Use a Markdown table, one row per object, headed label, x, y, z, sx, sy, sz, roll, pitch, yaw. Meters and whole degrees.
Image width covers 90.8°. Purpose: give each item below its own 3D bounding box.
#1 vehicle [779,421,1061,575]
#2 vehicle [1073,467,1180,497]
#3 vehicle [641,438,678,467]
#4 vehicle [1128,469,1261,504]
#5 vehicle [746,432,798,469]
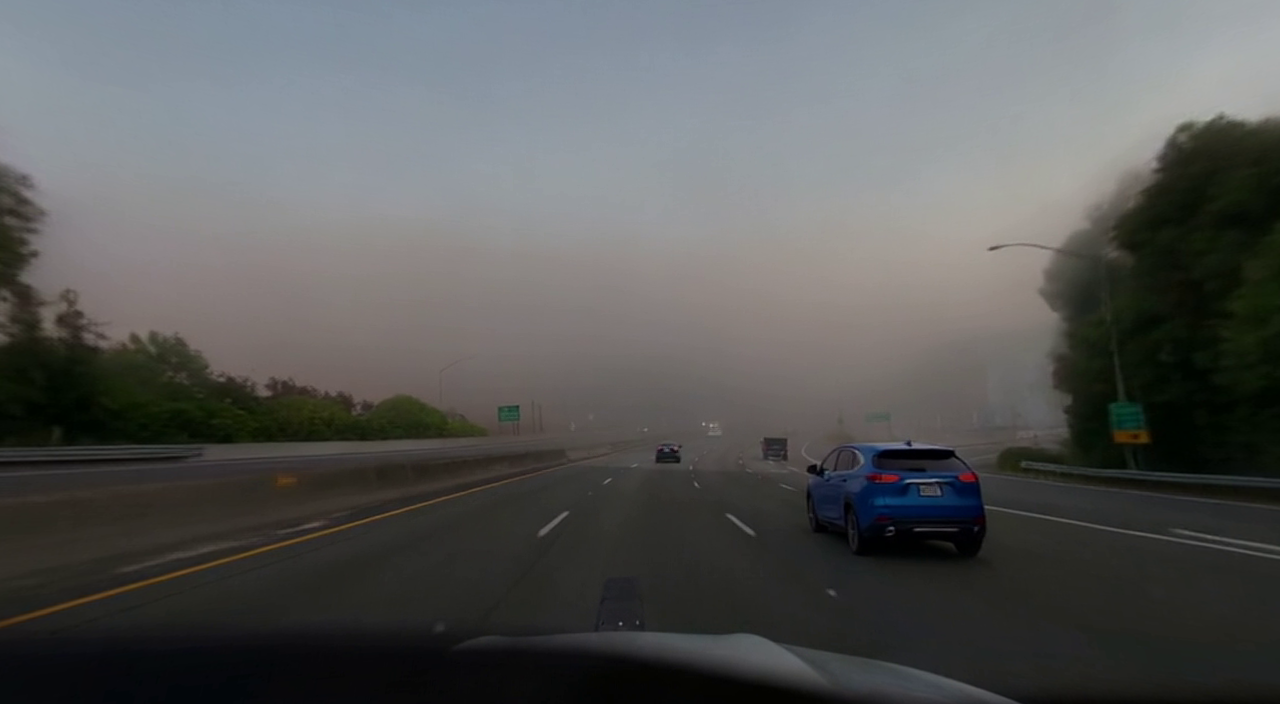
| label | x | y | z | sx | sy | sz | roll | pitch | yaw |
| --- | --- | --- | --- | --- | --- | --- | --- | --- | --- |
| vehicle | 3.538 | 1.910 | 9.113 | 2.097 | 1.659 | 4.320 | 0 | -8 | 0 |
| vehicle | 28.918 | 7.784 | 37.727 | 4.550 | 1.450 | 1.876 | -5 | -6 | 17 |
| vehicle | 1.360 | 6.556 | 41.365 | 2.181 | 1.768 | 4.383 | -1 | -8 | 5 |
| vehicle | 29.769 | 7.238 | 34.081 | 4.780 | 1.646 | 2.120 | -4 | -9 | 13 |
| vehicle | 8.570 | 6.483 | 41.693 | 2.526 | 2.230 | 6.190 | 0 | -8 | 4 |
